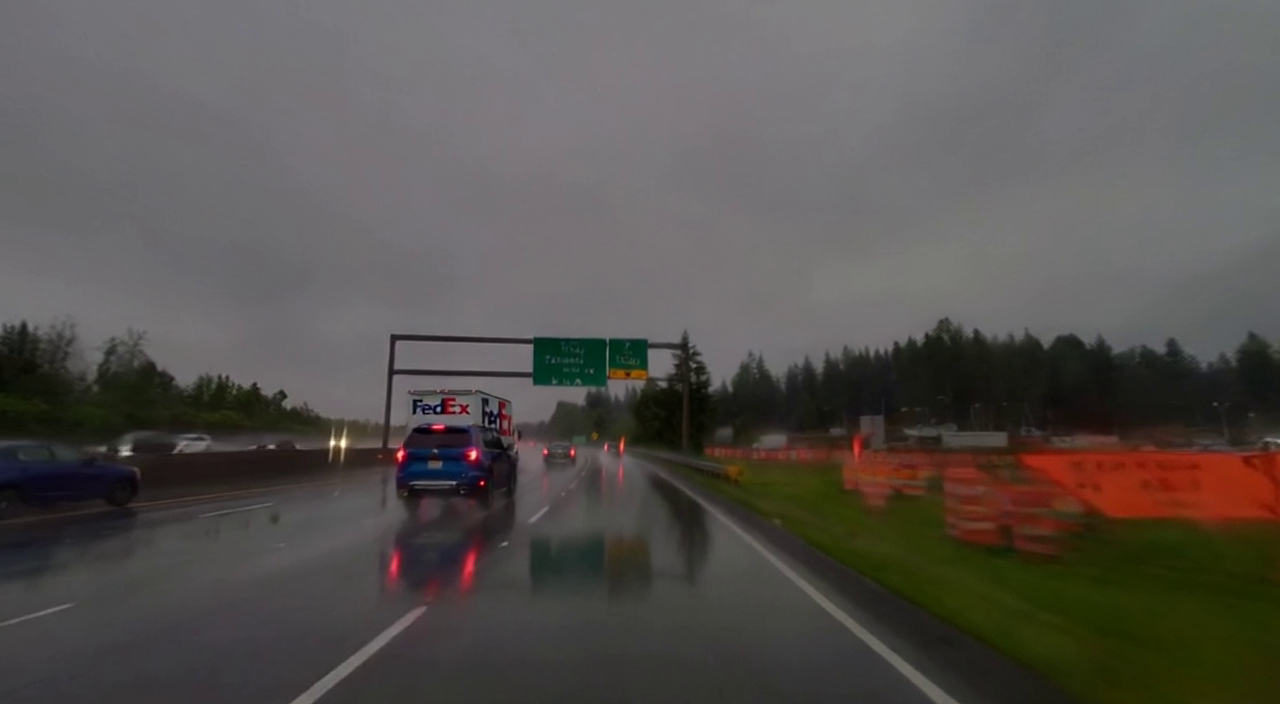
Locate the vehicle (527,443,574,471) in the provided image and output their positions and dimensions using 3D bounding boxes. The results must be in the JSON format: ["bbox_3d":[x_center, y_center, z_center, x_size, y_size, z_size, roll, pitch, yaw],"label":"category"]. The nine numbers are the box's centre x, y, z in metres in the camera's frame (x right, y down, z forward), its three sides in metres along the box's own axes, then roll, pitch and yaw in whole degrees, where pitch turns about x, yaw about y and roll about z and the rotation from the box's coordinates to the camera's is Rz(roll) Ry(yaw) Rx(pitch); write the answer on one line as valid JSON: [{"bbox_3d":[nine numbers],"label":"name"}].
[{"bbox_3d":[-4.977,5.887,35.576,2.192,1.478,4.591,0,-9,-3],"label":"vehicle"}]

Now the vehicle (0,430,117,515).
[{"bbox_3d":[-13.672,2.465,13.032,2.018,1.668,4.409,0,-9,-1],"label":"vehicle"}]

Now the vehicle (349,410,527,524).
[{"bbox_3d":[-3.792,2.276,12.935,2.170,1.886,4.628,0,-9,-1],"label":"vehicle"}]

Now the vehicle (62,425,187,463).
[{"bbox_3d":[-24.054,4.357,29.786,1.987,1.613,4.782,0,-9,-2],"label":"vehicle"}]

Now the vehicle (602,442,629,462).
[{"bbox_3d":[-1.972,7.925,49.941,2.043,1.489,3.839,0,-9,-4],"label":"vehicle"}]
